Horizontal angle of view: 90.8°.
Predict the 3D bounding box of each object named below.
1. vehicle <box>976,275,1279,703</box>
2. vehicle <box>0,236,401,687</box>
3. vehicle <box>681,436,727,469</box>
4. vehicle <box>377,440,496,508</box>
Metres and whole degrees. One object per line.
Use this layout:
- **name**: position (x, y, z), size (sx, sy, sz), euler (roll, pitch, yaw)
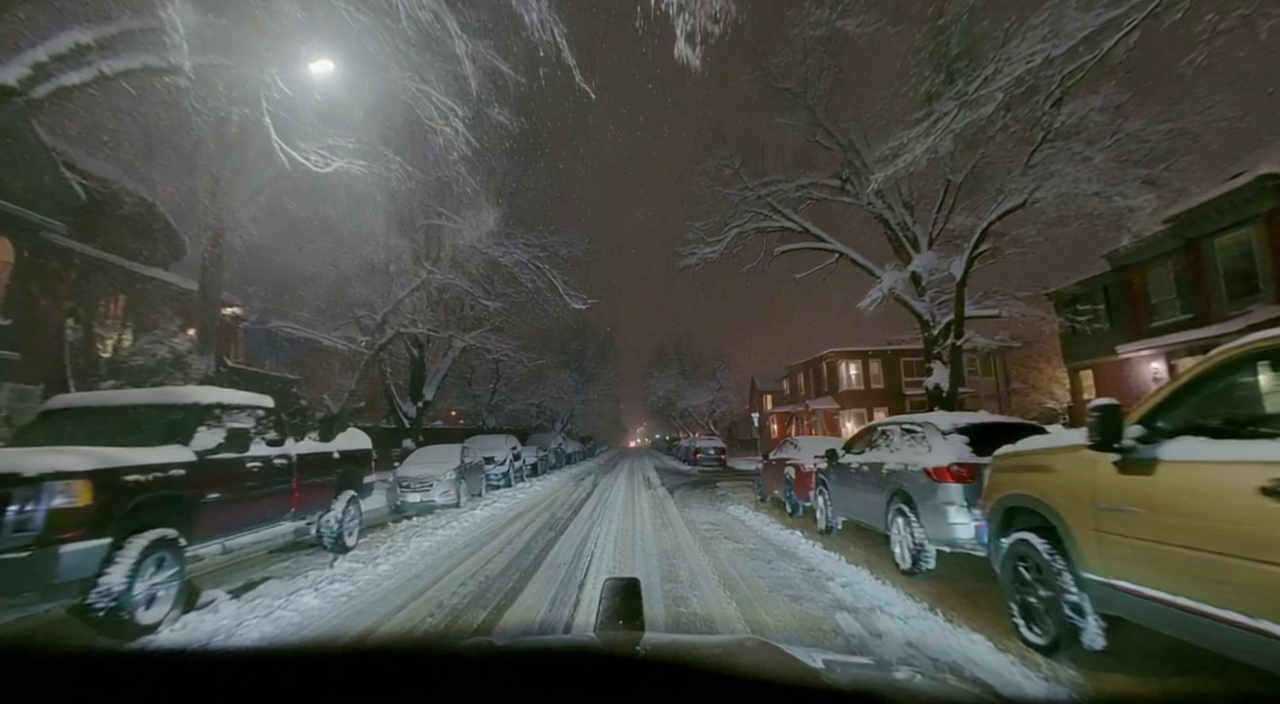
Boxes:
- **vehicle**: position (3.644, 0.609, 1.866), size (2.251, 1.979, 5.223), euler (0, -8, -2)
- **vehicle**: position (-4.959, 1.071, 6.827), size (2.330, 2.676, 6.346), euler (0, -8, -1)
- **vehicle**: position (3.486, 5.584, 35.365), size (1.994, 1.710, 4.699), euler (0, -8, -1)
- **vehicle**: position (-4.995, 3.020, 16.195), size (1.901, 1.486, 4.422), euler (1, -8, -5)
